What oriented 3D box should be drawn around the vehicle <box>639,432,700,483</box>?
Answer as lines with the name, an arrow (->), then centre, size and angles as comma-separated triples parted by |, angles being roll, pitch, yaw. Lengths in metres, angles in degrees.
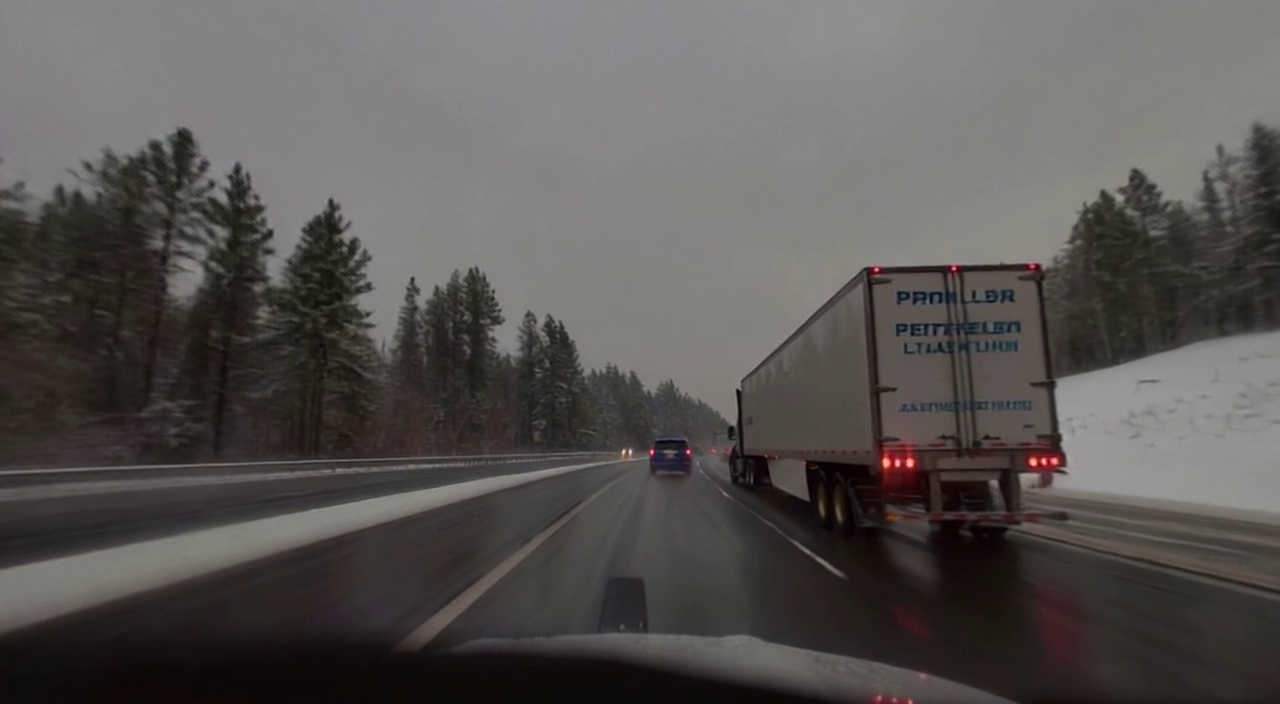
vehicle -> 1.204, 4.213, 25.416 | 2.222, 1.848, 4.610 | 0, -8, 3

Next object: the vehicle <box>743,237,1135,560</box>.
vehicle -> 5.114, 1.742, 16.418 | 2.899, 4.160, 16.621 | 0, -8, 3
